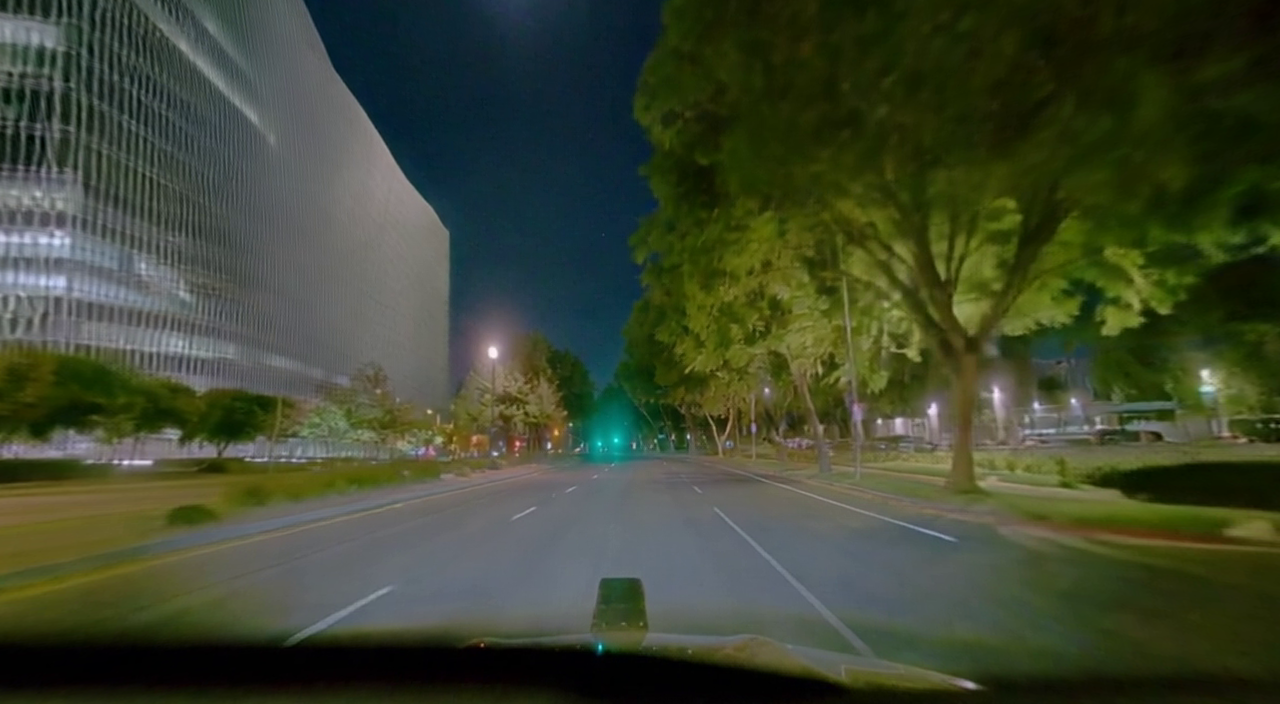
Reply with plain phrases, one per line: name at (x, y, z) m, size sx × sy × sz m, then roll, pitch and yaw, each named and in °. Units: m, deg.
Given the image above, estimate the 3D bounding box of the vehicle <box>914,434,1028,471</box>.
vehicle at (15.745, 4.788, 30.162) m, size 4.198 × 1.552 × 2.087 m, roll -2°, pitch -8°, yaw 0°

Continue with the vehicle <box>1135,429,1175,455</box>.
vehicle at (35.246, 6.156, 43.121) m, size 1.924 × 1.636 × 4.297 m, roll -5°, pitch -10°, yaw 40°

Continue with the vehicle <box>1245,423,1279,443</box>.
vehicle at (46.985, 6.042, 47.189) m, size 1.995 × 1.371 × 4.006 m, roll -8°, pitch -9°, yaw 39°
